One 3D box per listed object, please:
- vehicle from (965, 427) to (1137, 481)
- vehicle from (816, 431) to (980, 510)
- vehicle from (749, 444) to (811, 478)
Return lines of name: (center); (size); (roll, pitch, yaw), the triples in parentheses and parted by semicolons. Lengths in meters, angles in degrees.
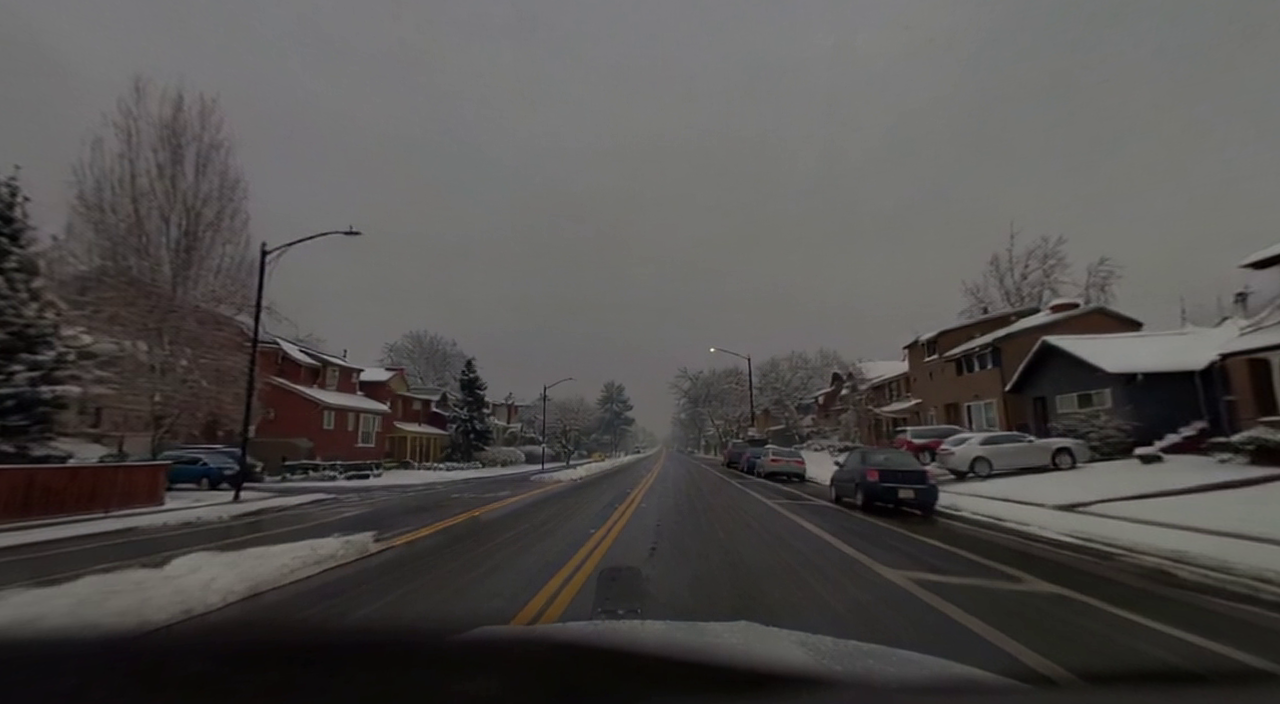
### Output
vehicle: (14.118, 3.531, 21.999); (4.319, 1.760, 2.300); (-1, -8, 4)
vehicle: (5.888, 2.809, 15.242); (1.971, 1.558, 4.895); (-1, -9, 1)
vehicle: (6.693, 5.229, 30.674); (1.938, 1.464, 4.390); (-1, -8, -1)
